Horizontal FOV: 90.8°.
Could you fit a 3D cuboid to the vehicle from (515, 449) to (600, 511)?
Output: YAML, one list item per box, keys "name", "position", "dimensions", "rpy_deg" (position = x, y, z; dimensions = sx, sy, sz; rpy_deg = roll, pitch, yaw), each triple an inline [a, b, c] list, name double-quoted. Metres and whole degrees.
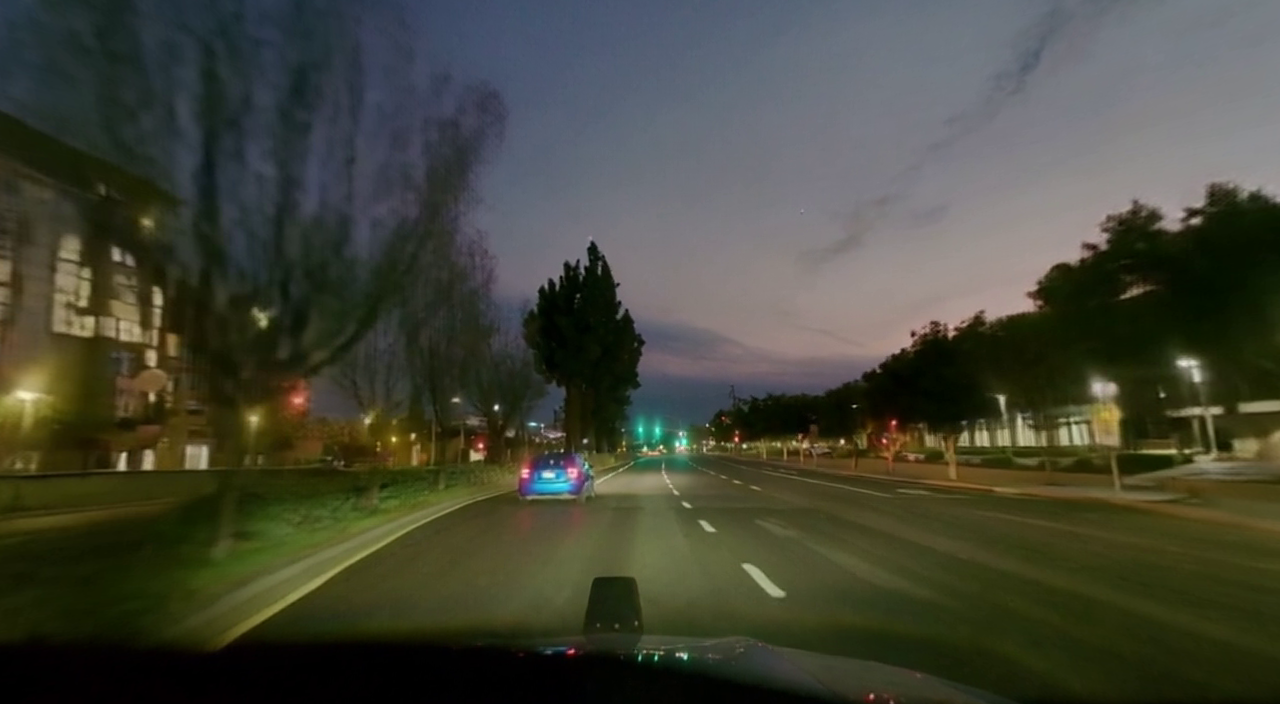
- name: "vehicle"
  position: [-2.189, 3.513, 17.969]
  dimensions: [2.042, 1.479, 4.601]
  rpy_deg: [0, -9, -3]
